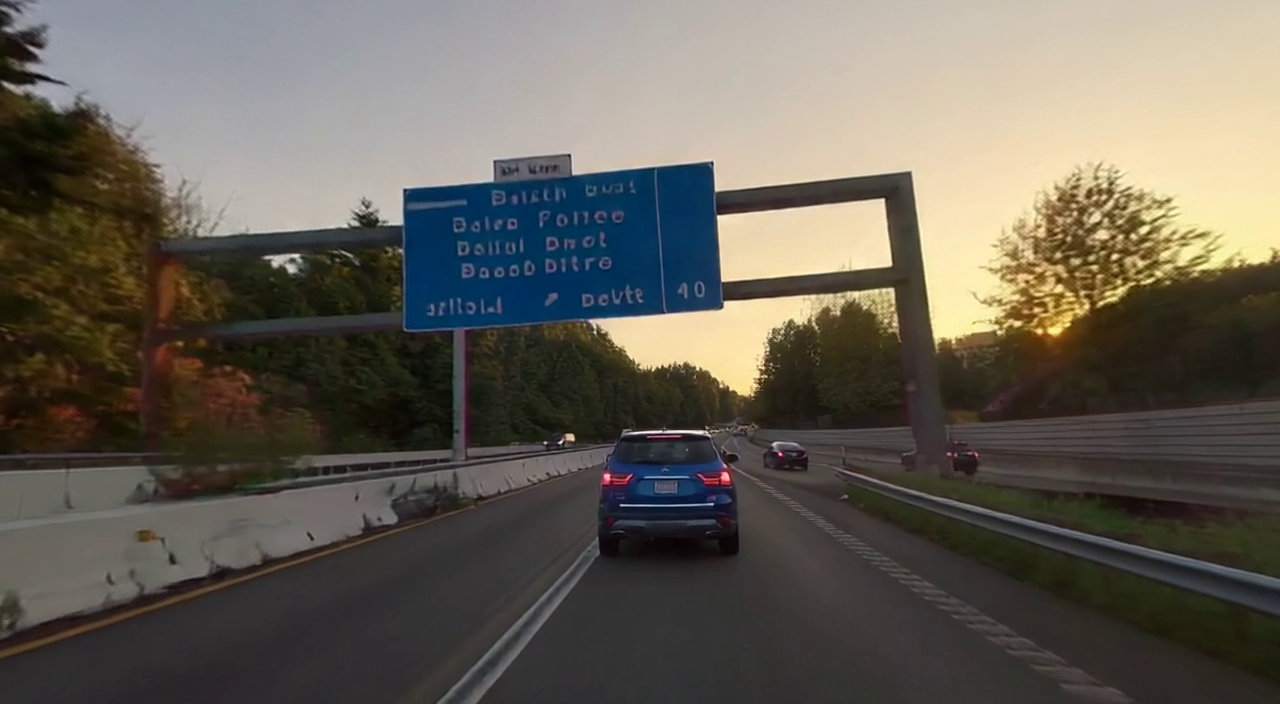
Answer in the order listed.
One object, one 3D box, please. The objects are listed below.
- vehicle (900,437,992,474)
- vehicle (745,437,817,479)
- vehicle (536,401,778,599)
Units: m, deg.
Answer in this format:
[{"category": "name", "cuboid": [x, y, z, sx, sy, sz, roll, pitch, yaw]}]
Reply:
[{"category": "vehicle", "cuboid": [13.189, 4.472, 27.467, 1.990, 1.478, 4.475, -1, -8, 4]}, {"category": "vehicle", "cuboid": [5.300, 4.026, 24.218, 1.962, 1.442, 4.536, -1, -8, 3]}, {"category": "vehicle", "cuboid": [0.269, 1.533, 7.388, 2.021, 1.635, 4.085, -1, -8, 4]}]
